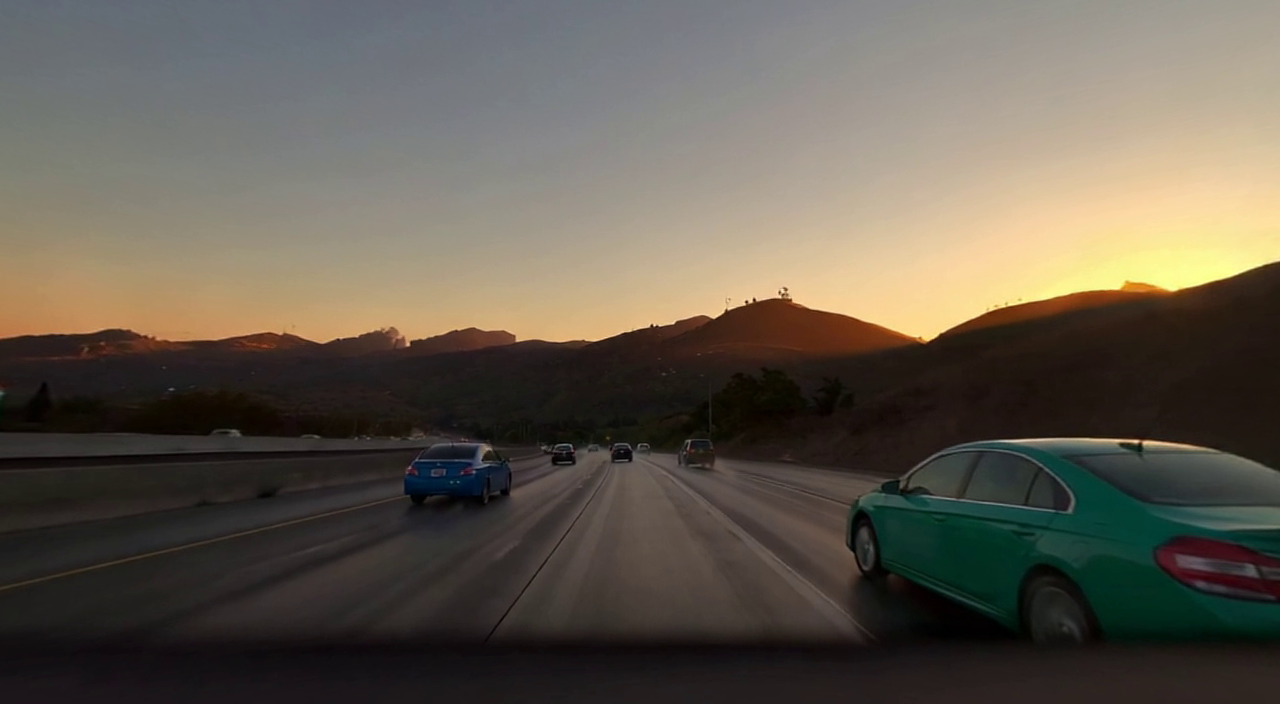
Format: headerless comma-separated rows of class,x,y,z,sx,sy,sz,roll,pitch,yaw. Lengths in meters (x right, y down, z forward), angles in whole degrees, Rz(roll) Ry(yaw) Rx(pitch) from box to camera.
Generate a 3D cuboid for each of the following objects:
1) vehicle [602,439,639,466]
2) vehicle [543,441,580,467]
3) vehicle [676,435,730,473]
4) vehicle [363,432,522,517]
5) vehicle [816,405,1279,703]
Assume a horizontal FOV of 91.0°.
vehicle,-1.183,6.250,39.246,2.147,1.572,4.094,0,-9,-1
vehicle,-4.758,6.203,38.426,1.796,1.464,3.839,0,-9,-1
vehicle,3.198,5.325,33.100,2.222,1.820,4.733,1,-9,-1
vehicle,-3.975,2.528,13.537,1.993,1.500,4.248,0,-9,0
vehicle,3.100,1.325,4.851,2.136,1.511,4.706,0,-9,0
